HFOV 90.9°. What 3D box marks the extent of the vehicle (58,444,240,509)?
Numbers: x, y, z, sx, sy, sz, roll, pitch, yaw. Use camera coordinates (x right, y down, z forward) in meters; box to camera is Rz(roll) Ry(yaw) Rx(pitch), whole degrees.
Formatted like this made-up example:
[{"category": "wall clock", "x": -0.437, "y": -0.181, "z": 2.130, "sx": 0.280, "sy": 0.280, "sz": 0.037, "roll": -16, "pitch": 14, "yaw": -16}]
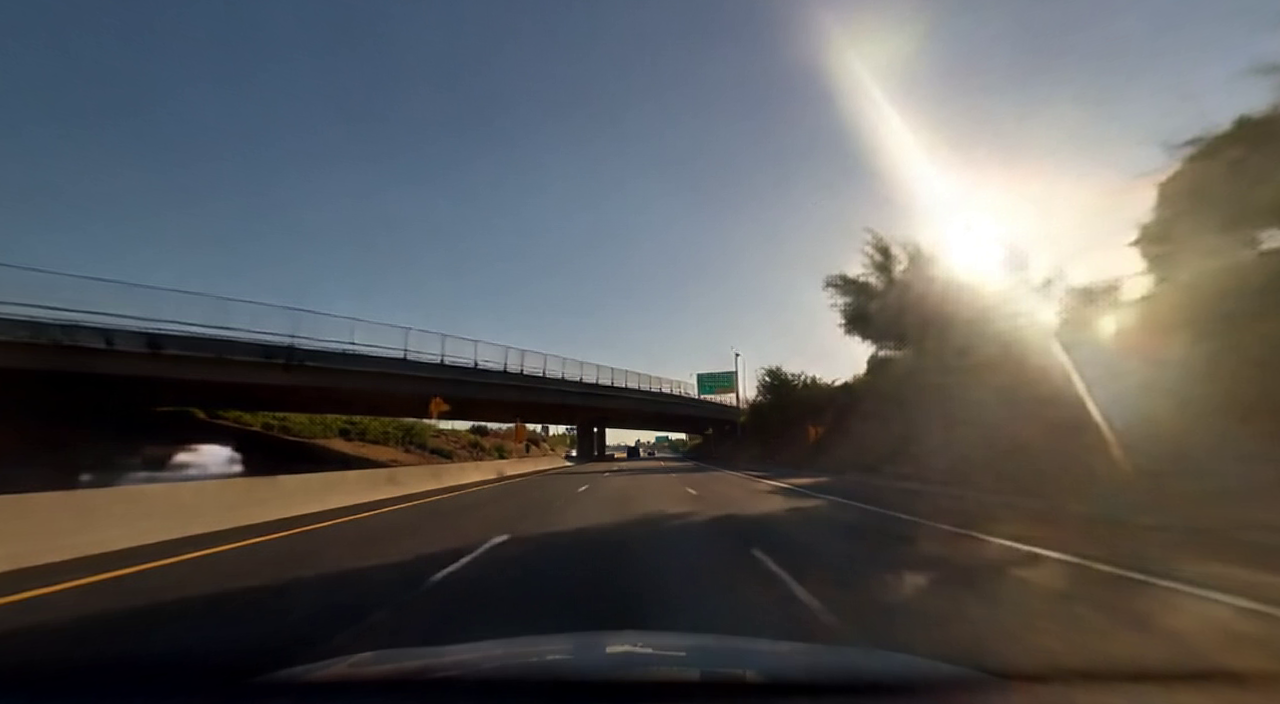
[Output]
[{"category": "vehicle", "x": -15.795, "y": 3.984, "z": 20.715, "sx": 2.051, "sy": 1.861, "sz": 4.741, "roll": 0, "pitch": -9, "yaw": 1}]
